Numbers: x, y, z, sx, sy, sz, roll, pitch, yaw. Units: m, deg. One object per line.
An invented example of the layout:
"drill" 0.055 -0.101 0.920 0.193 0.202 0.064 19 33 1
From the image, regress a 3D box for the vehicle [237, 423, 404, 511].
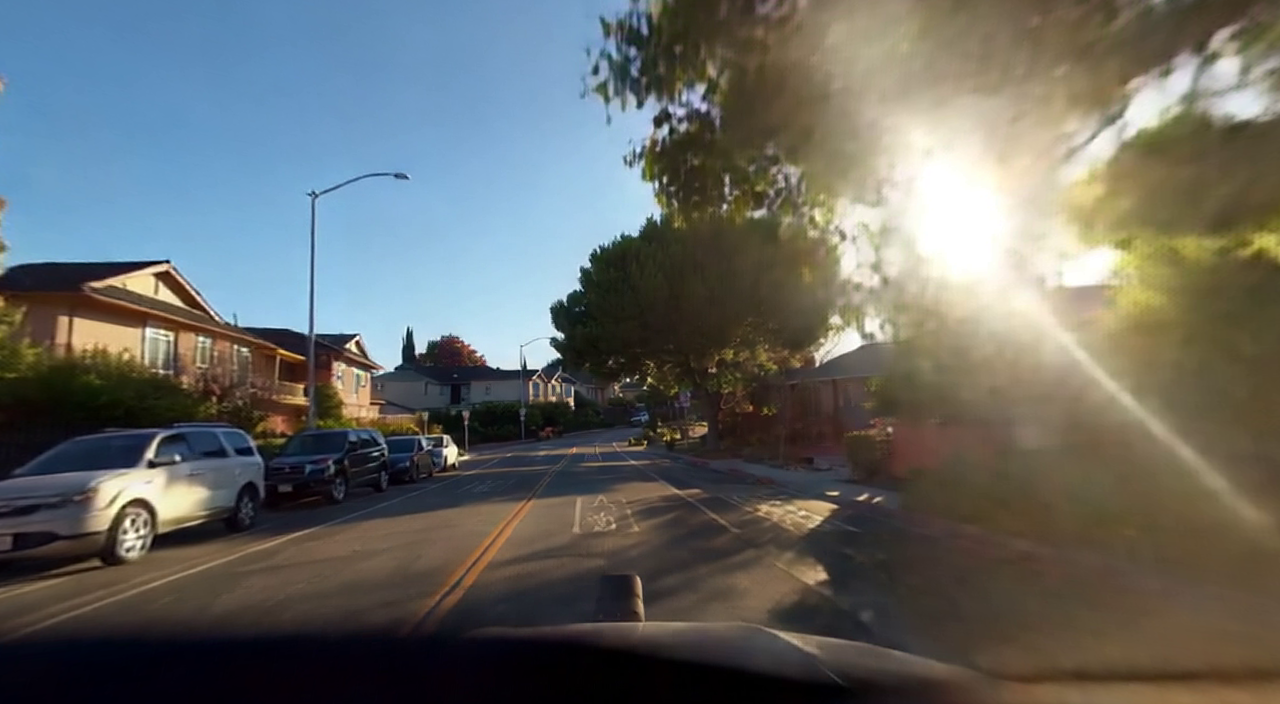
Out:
"vehicle" -7.327 2.637 15.064 1.865 1.750 4.507 0 -8 -4

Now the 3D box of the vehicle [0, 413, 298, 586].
"vehicle" -6.826 1.808 8.682 2.147 1.780 4.165 0 -8 -5
